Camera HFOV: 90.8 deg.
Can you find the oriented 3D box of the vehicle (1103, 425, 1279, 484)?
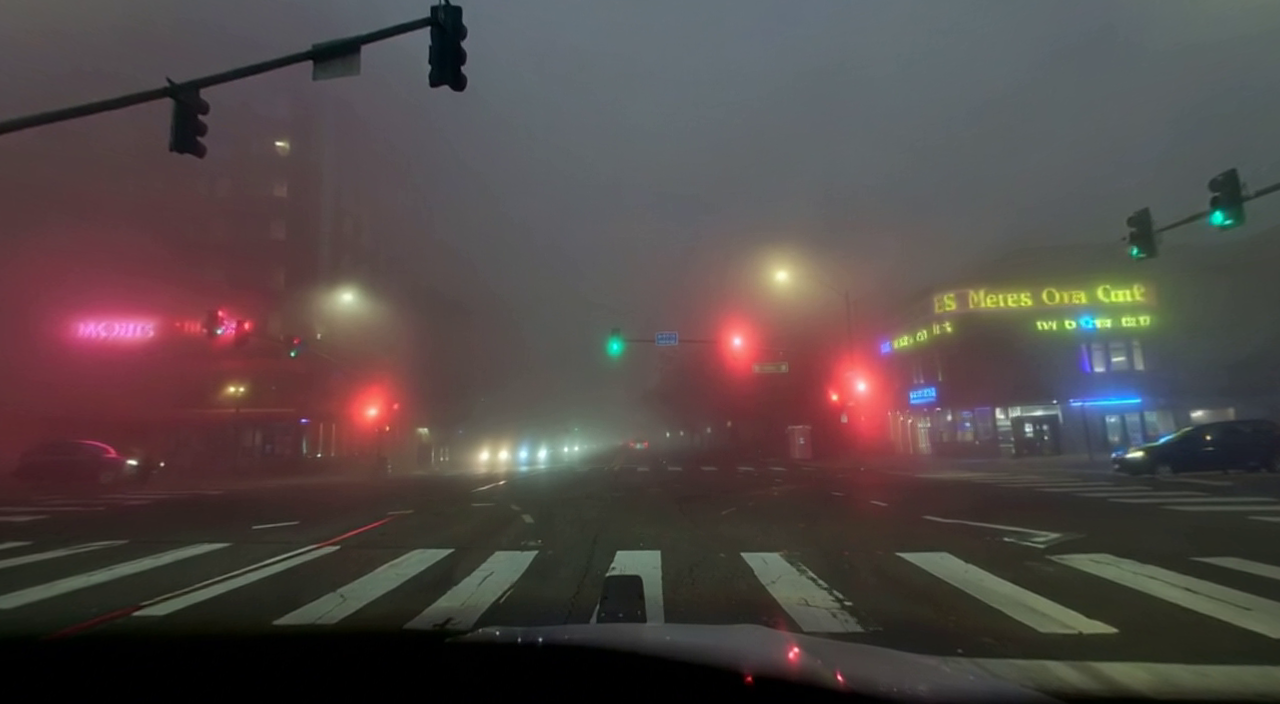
[{"bbox_3d":[15.410,2.698,16.703,4.651,1.463,1.880,-2,-9,8],"label":"vehicle"}]

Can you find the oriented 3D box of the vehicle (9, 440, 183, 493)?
[{"bbox_3d":[-21.158,4.425,24.698,5.161,1.910,2.275,-2,-9,11],"label":"vehicle"}]

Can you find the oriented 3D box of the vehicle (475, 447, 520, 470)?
[{"bbox_3d":[-9.862,7.360,44.043,2.106,1.505,4.228,0,-8,0],"label":"vehicle"}]

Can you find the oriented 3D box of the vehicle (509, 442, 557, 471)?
[{"bbox_3d":[-6.803,6.693,40.677,2.181,1.703,4.512,-1,-8,2],"label":"vehicle"}]
